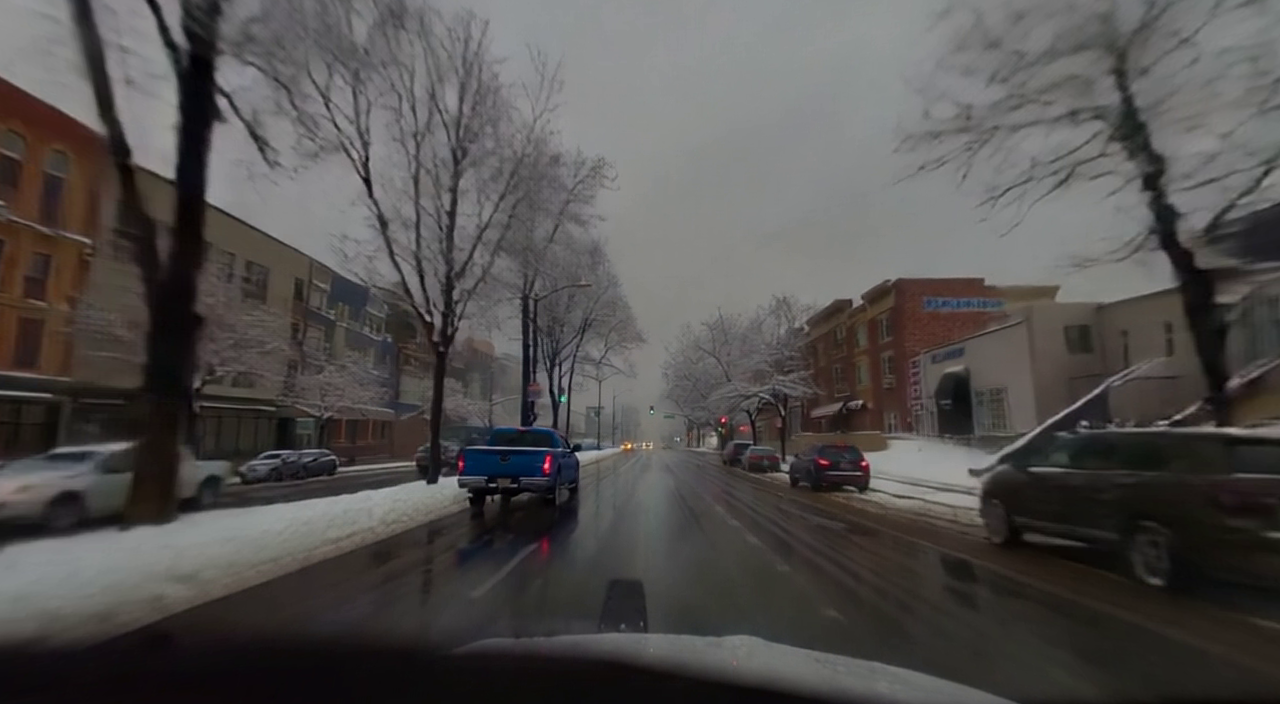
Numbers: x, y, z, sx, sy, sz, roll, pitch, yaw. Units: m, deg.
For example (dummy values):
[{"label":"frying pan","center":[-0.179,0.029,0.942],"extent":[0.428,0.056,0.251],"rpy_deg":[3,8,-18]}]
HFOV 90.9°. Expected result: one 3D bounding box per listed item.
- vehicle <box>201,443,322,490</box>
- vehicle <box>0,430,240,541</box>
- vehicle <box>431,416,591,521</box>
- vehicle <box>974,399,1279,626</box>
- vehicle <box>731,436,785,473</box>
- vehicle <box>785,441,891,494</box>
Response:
[{"label":"vehicle","center":[-16.132,4.893,27.291],"extent":[2.030,1.801,5.036],"rpy_deg":[0,-9,1]},{"label":"vehicle","center":[-10.263,2.433,12.157],"extent":[2.110,1.714,4.500],"rpy_deg":[0,-9,0]},{"label":"vehicle","center":[-2.441,2.423,13.632],"extent":[2.197,1.786,5.365],"rpy_deg":[0,-9,1]},{"label":"vehicle","center":[5.963,1.555,6.959],"extent":[2.018,1.743,4.529],"rpy_deg":[0,-9,0]},{"label":"vehicle","center":[6.196,5.450,33.702],"extent":[2.043,1.841,4.842],"rpy_deg":[0,-9,1]},{"label":"vehicle","center":[6.193,3.636,20.256],"extent":[1.988,1.514,3.962],"rpy_deg":[0,-9,-1]}]
